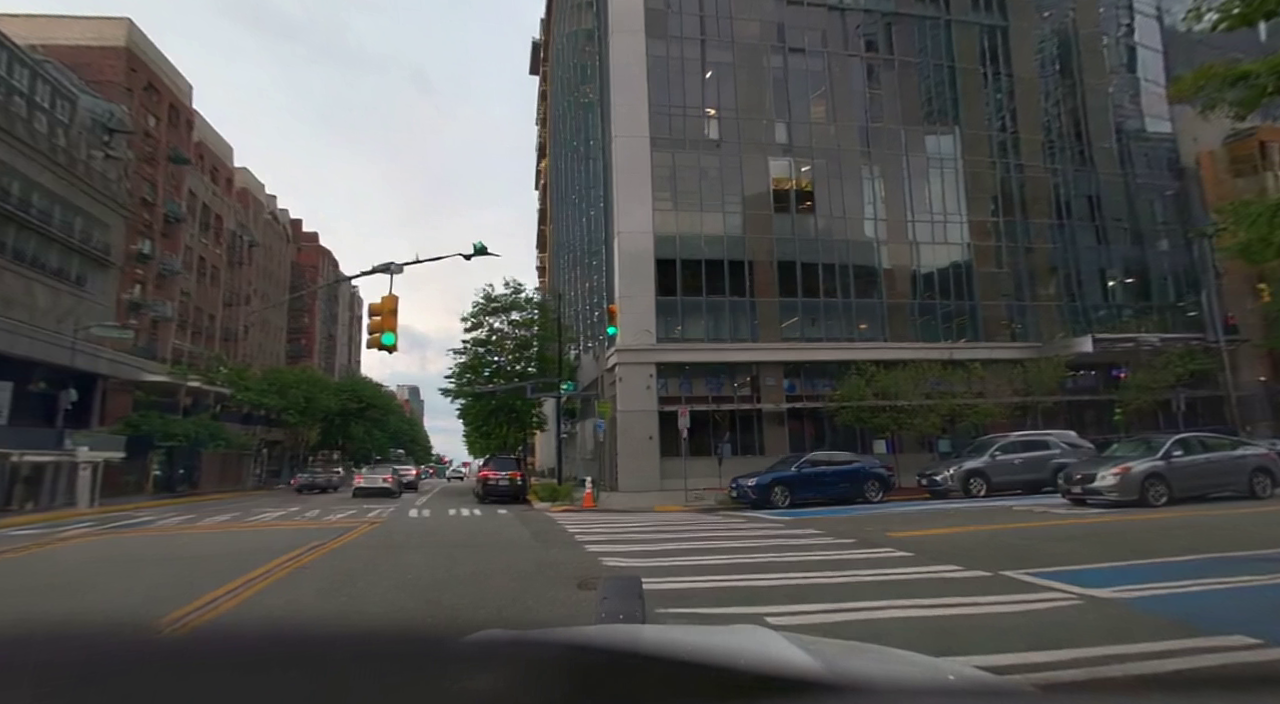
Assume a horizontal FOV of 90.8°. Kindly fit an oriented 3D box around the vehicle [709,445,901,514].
[{"bbox_3d":[4.550,3.583,17.741,4.705,1.732,1.996,2,-14,-13],"label":"vehicle"}]

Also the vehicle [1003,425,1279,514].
[{"bbox_3d":[10.251,2.308,12.725,4.888,1.558,2.017,2,-9,-12],"label":"vehicle"}]

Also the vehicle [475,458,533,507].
[{"bbox_3d":[-5.870,5.531,27.310,2.174,1.780,5.051,2,-9,-12],"label":"vehicle"}]

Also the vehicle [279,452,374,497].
[{"bbox_3d":[-16.386,6.375,33.550,2.810,2.036,6.550,1,-9,-11],"label":"vehicle"}]

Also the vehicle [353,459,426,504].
[{"bbox_3d":[-10.435,5.360,26.641,2.025,1.625,4.596,2,-9,-11],"label":"vehicle"}]
